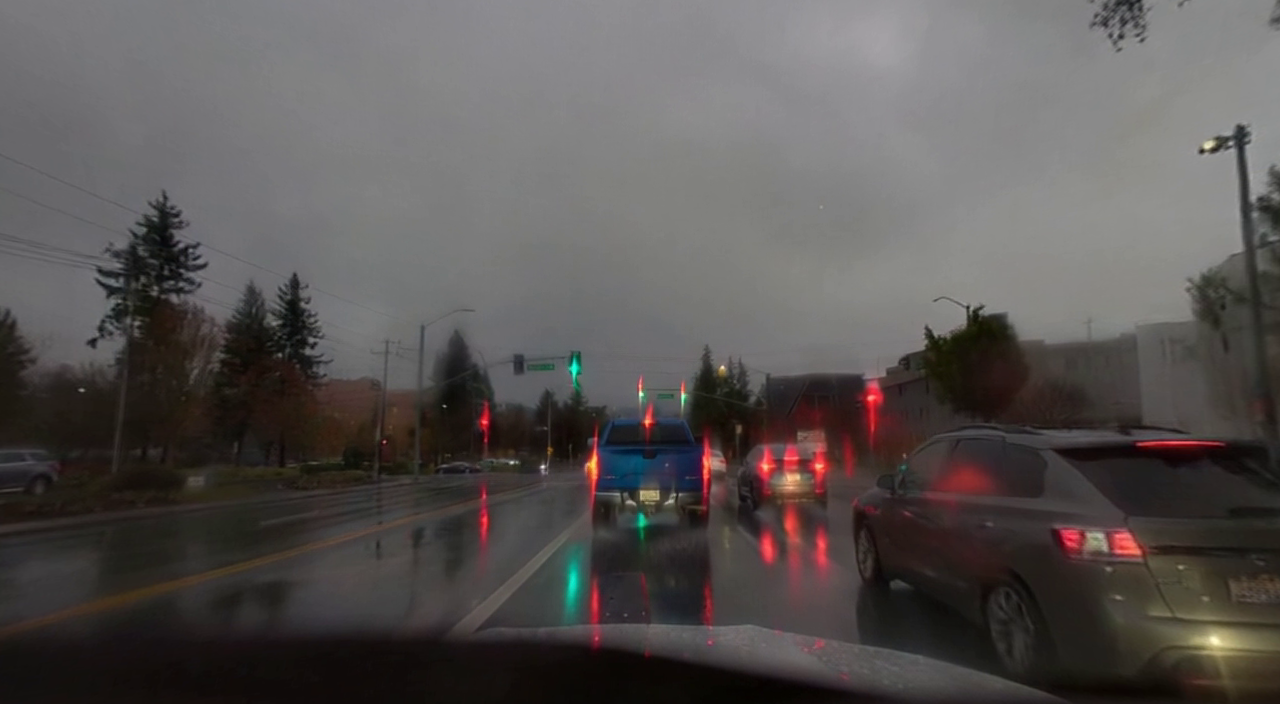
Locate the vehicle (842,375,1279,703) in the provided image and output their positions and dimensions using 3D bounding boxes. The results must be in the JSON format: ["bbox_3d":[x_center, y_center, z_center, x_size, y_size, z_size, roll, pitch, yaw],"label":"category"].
[{"bbox_3d":[3.310,1.225,4.237,2.155,1.667,5.162,0,-8,0],"label":"vehicle"}]

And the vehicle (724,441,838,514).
[{"bbox_3d":[3.506,3.193,16.572,1.957,1.646,4.355,0,-8,0],"label":"vehicle"}]

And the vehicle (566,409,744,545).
[{"bbox_3d":[0.235,2.265,12.170,2.636,2.011,5.425,0,-8,0],"label":"vehicle"}]
